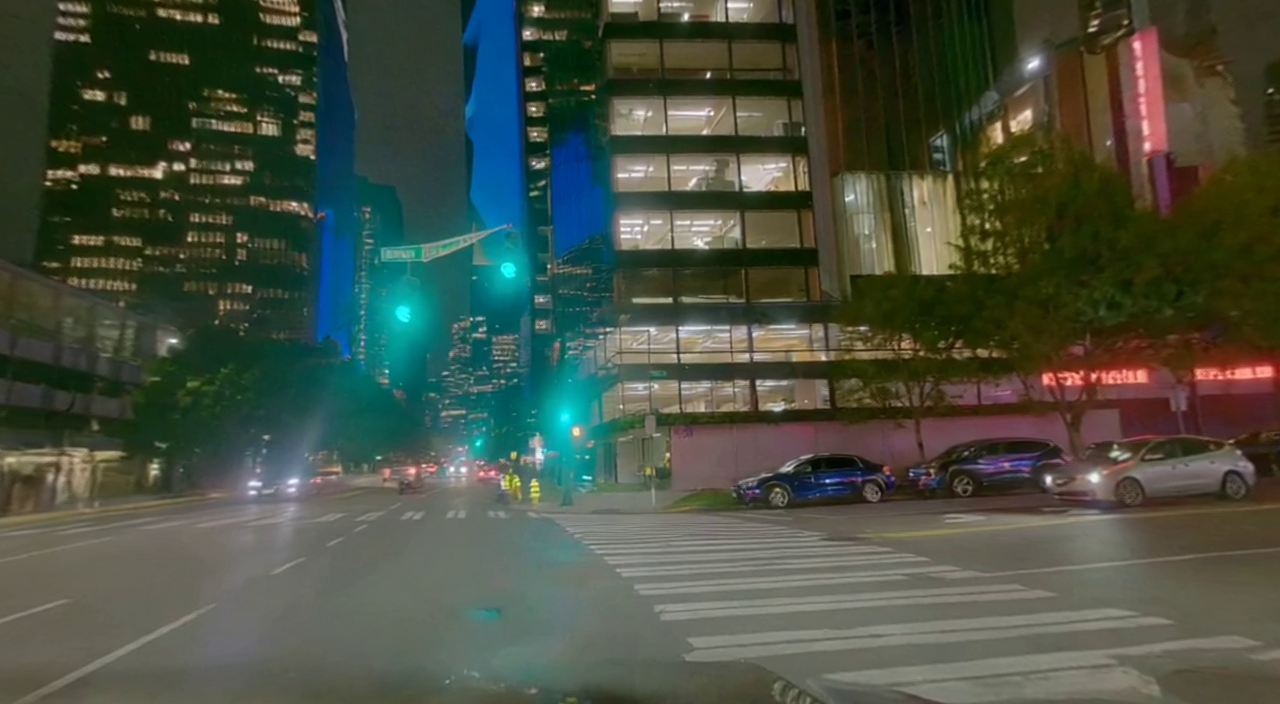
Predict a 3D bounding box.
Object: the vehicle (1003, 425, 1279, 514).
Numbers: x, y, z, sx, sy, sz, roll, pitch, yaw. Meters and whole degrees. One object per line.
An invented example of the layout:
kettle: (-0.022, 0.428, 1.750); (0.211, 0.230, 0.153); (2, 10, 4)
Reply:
vehicle: (10.251, 2.308, 12.725); (4.888, 1.558, 2.017); (2, -9, -12)

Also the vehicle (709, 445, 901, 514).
vehicle: (4.550, 3.583, 17.741); (4.705, 1.732, 1.996); (2, -14, -13)

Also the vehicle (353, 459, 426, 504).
vehicle: (-10.435, 5.360, 26.641); (2.025, 1.625, 4.596); (2, -9, -11)

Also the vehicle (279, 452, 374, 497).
vehicle: (-16.386, 6.375, 33.550); (2.810, 2.036, 6.550); (1, -9, -11)

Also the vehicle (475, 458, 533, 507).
vehicle: (-5.870, 5.531, 27.310); (2.174, 1.780, 5.051); (2, -9, -12)
